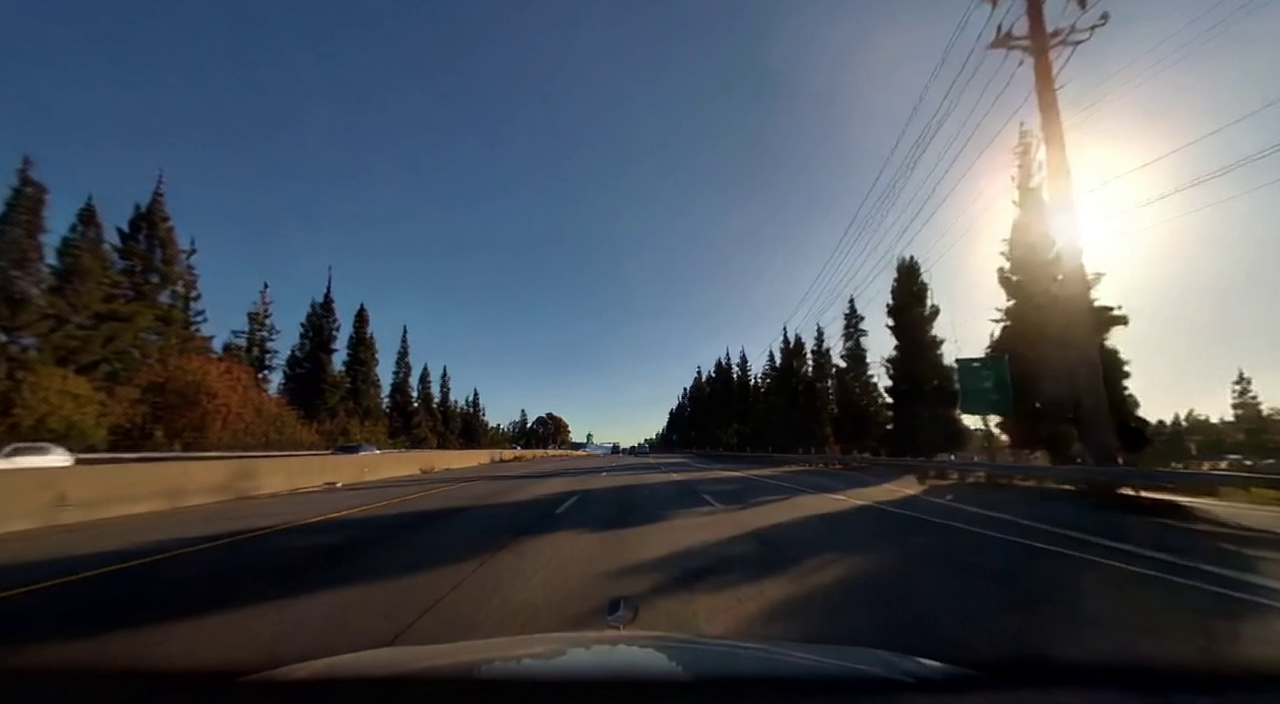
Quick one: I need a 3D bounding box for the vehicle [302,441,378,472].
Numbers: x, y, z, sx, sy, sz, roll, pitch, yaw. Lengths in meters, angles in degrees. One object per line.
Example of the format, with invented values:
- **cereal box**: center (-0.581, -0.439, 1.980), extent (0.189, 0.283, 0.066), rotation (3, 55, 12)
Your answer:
- **vehicle**: center (-17.783, 6.195, 37.751), extent (2.078, 1.686, 4.951), rotation (0, -8, 0)
